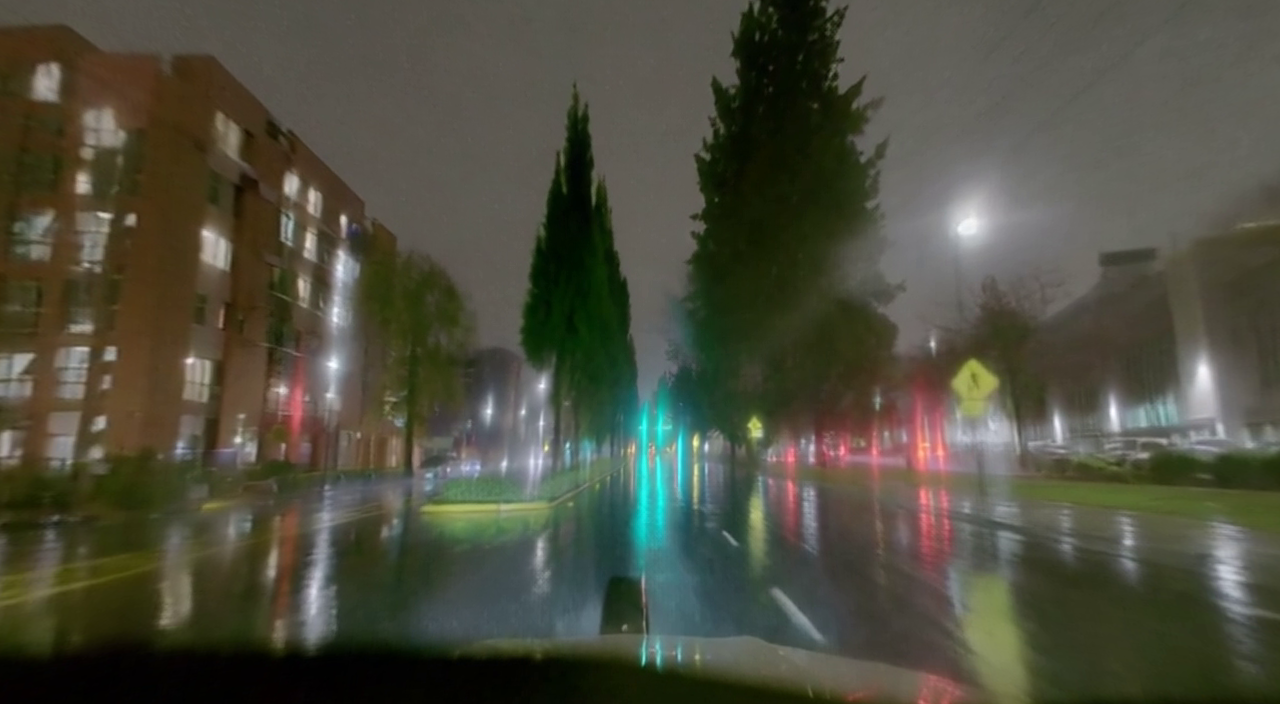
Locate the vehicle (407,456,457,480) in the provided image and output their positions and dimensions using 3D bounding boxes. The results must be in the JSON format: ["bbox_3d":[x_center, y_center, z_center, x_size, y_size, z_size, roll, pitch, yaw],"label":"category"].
[{"bbox_3d":[-13.926,7.756,42.436,1.835,1.434,4.325,0,-9,0],"label":"vehicle"}]

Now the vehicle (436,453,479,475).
[{"bbox_3d":[-13.839,8.496,47.998,1.816,1.567,3.957,-1,-9,3],"label":"vehicle"}]
